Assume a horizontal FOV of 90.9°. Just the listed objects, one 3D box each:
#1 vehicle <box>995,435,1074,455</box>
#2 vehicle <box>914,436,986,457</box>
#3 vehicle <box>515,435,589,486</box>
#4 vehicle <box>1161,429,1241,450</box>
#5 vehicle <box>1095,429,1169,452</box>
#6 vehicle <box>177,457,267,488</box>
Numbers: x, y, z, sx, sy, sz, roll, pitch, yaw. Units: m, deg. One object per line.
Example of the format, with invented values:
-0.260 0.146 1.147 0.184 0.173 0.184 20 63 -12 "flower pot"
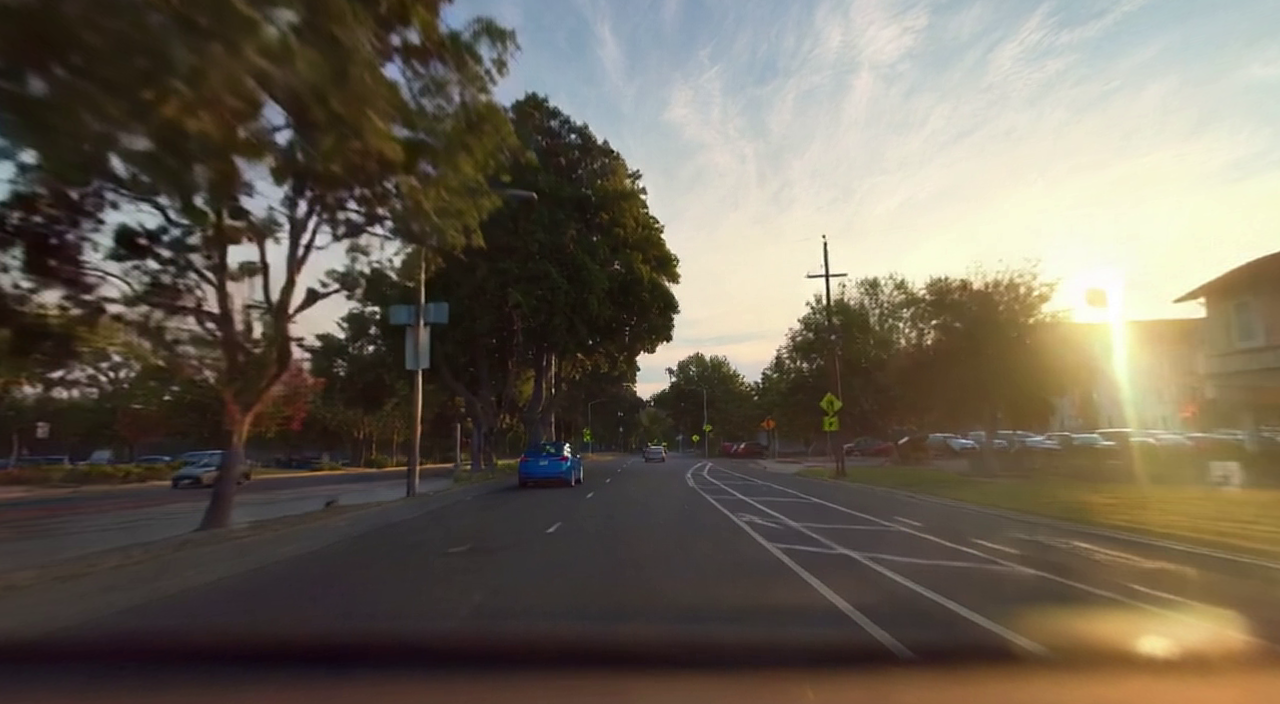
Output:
29.016 6.868 46.430 4.479 1.470 1.823 -1 -9 2 "vehicle"
22.852 6.980 46.558 4.325 1.534 1.876 0 -9 0 "vehicle"
-3.317 4.214 24.722 2.150 1.812 4.423 0 -9 2 "vehicle"
41.478 6.488 46.637 4.166 1.495 1.732 0 -10 0 "vehicle"
36.510 6.564 46.846 4.045 1.426 1.701 -2 -5 1 "vehicle"
-22.187 6.385 33.677 1.848 1.498 4.270 0 -9 1 "vehicle"
